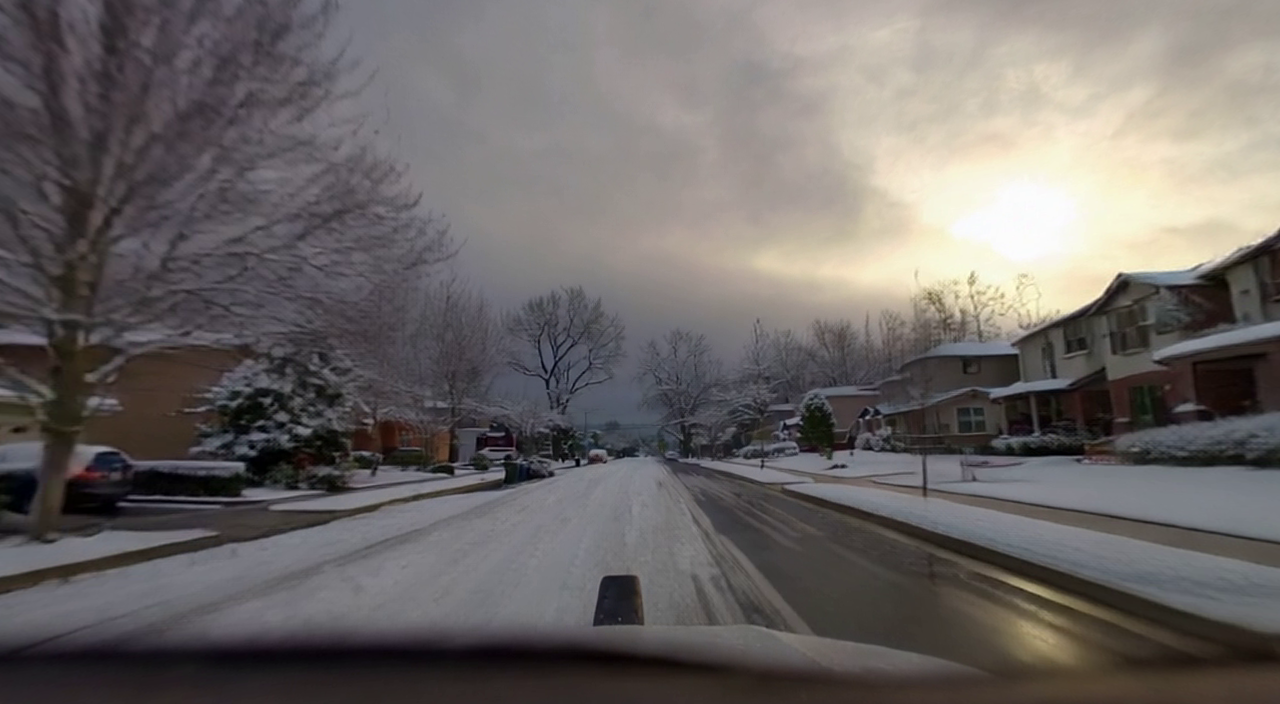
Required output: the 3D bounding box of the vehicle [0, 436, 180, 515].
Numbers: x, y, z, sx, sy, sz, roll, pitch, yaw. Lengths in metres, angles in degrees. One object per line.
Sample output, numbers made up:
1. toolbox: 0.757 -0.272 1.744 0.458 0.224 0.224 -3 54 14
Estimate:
1. vehicle: -13.810 2.803 14.565 4.850 1.676 1.920 0 -9 4
